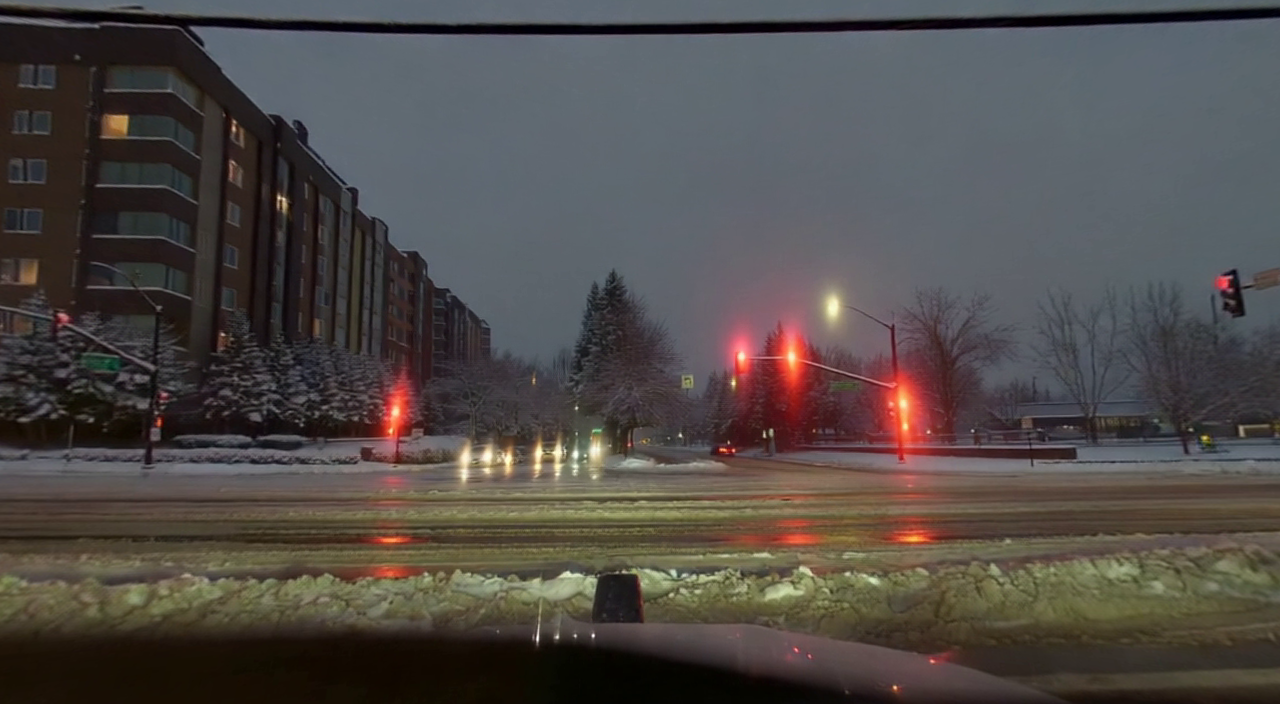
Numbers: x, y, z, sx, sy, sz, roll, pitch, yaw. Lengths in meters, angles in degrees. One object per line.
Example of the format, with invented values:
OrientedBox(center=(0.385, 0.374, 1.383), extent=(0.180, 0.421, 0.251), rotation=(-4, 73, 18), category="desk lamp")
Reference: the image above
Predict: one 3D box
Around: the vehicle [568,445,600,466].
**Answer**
OrientedBox(center=(-4.338, 8.130, 49.752), extent=(2.130, 1.613, 4.121), rotation=(0, -8, 0), category="vehicle")
